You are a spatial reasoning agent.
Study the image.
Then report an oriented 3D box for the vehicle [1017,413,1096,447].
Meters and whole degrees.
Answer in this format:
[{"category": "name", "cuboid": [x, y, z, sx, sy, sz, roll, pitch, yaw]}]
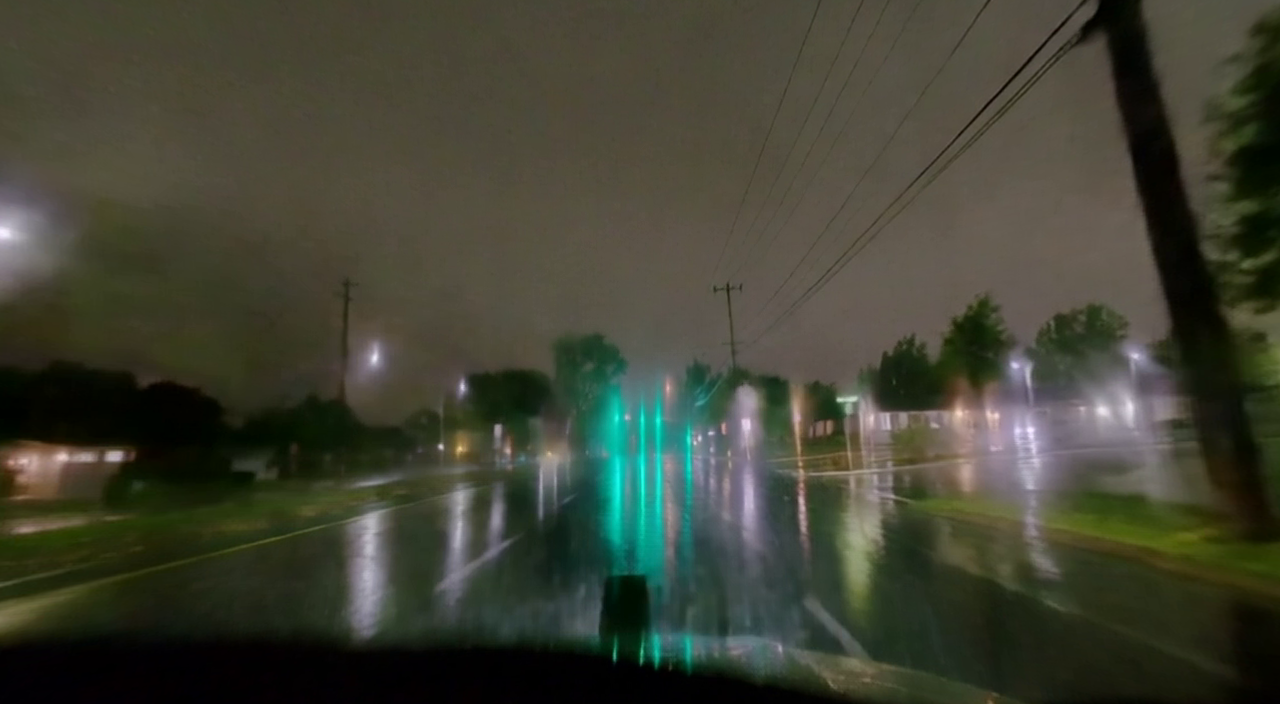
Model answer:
[{"category": "vehicle", "cuboid": [26.704, 5.109, 40.634, 2.009, 2.044, 4.571, -1, -8, 2]}]
